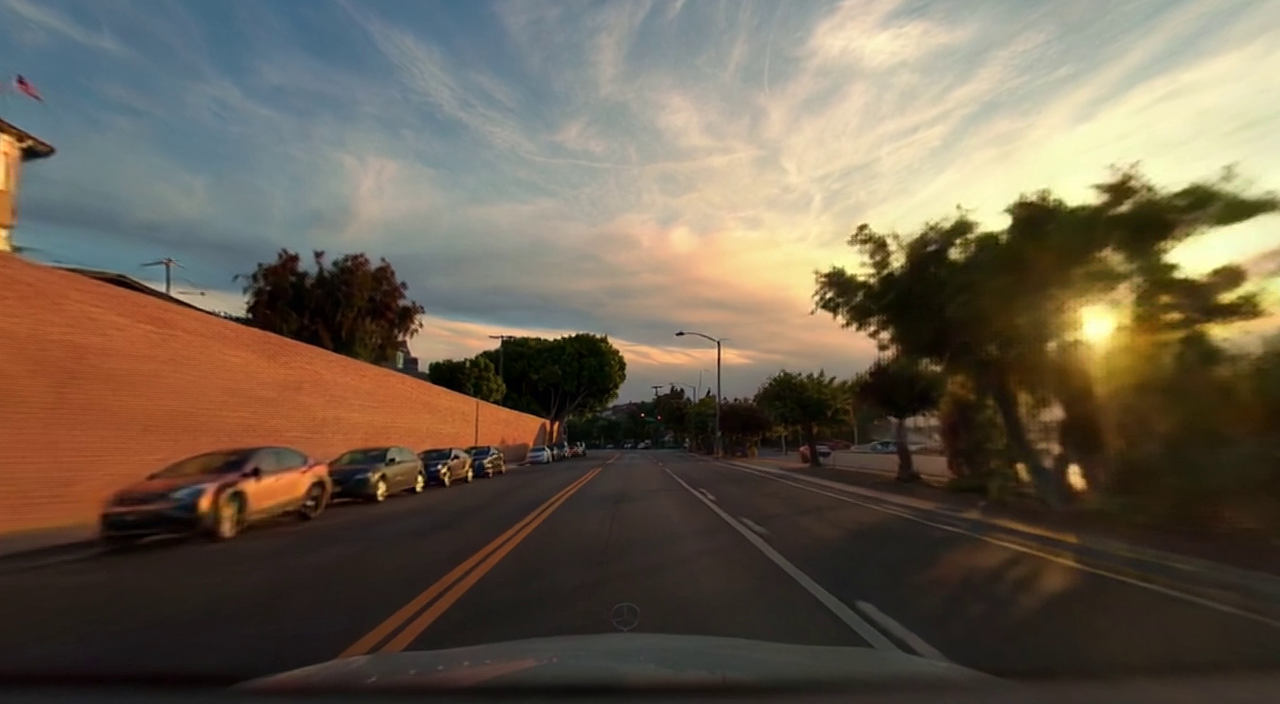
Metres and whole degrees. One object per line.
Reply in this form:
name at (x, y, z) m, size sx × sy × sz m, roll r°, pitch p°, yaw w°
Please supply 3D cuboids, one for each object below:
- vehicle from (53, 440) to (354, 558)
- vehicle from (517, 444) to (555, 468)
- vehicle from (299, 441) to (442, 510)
vehicle at (-6.846, 2.279, 10.735) m, size 1.899 × 1.485 × 4.593 m, roll 1°, pitch -8°, yaw -1°
vehicle at (-7.249, 7.248, 44.444) m, size 1.989 × 1.485 × 4.218 m, roll 1°, pitch -7°, yaw 0°
vehicle at (-6.951, 3.176, 16.889) m, size 1.779 × 1.473 × 4.510 m, roll 1°, pitch -7°, yaw 1°
